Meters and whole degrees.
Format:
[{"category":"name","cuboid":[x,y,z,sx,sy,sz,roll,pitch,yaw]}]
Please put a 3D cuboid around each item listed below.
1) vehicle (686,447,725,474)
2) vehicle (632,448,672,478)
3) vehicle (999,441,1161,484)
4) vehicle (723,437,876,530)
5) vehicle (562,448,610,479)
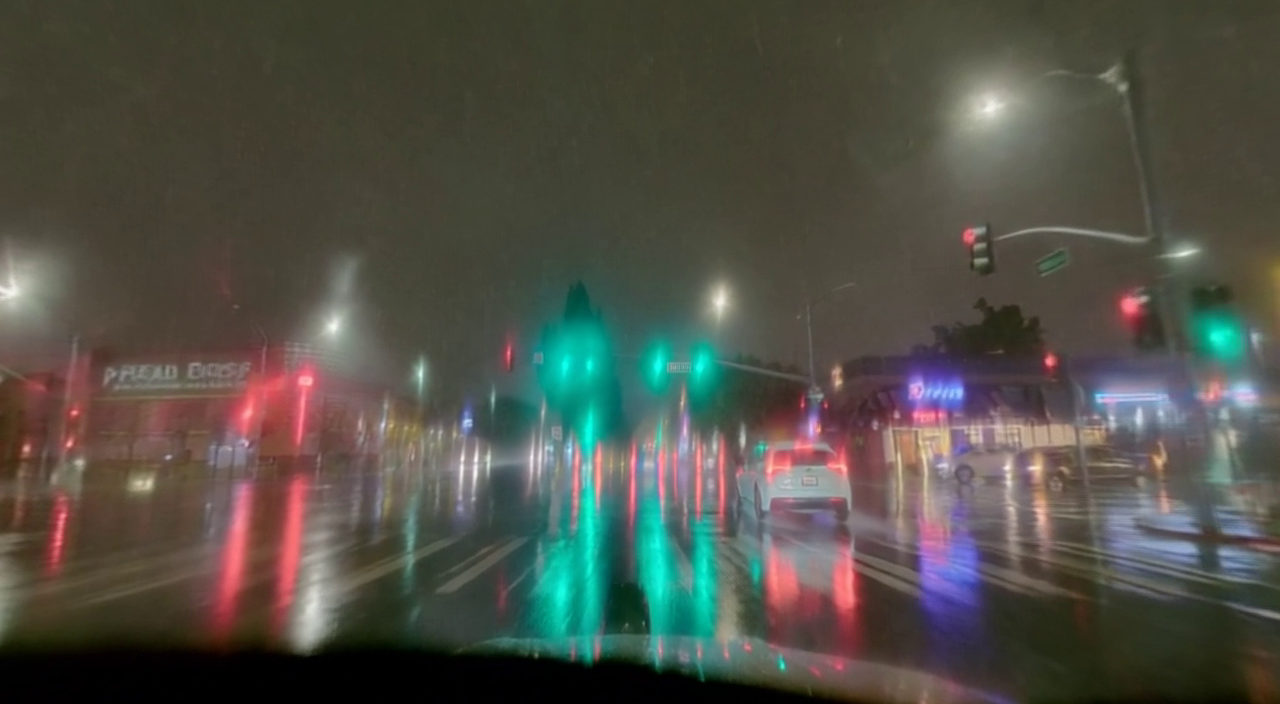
[{"category":"vehicle","cuboid":[3.966,6.618,38.674,1.931,1.552,4.125,0,-8,0]},{"category":"vehicle","cuboid":[0.629,6.009,34.381,2.070,1.460,4.118,0,-8,0]},{"category":"vehicle","cuboid":[15.726,3.939,22.697,4.481,1.427,1.830,0,-8,-1]},{"category":"vehicle","cuboid":[2.945,2.500,12.654,1.946,1.513,4.133,0,-8,0]},{"category":"vehicle","cuboid":[-2.766,5.827,33.175,2.040,1.471,4.211,-1,-8,2]}]
